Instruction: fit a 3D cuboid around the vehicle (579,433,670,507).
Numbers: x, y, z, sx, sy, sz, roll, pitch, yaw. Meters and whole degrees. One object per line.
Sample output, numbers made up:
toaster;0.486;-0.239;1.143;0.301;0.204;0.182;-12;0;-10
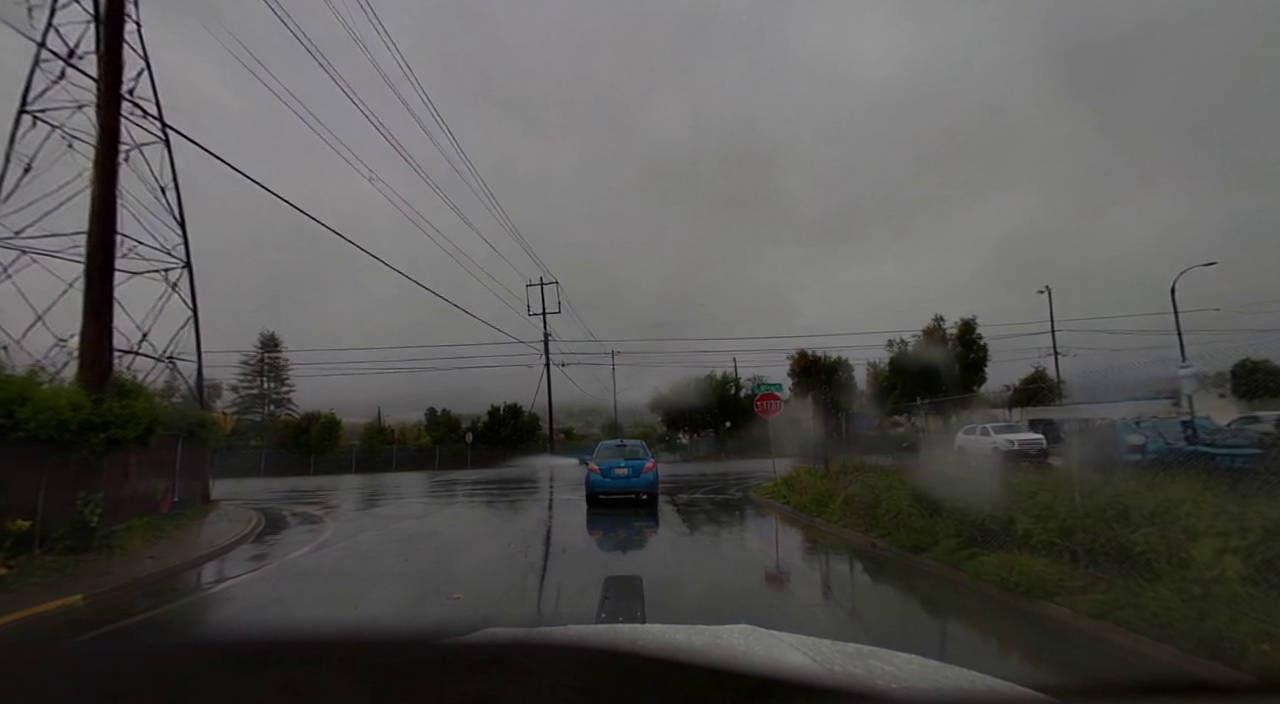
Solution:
vehicle;-0.490;3.084;16.972;2.137;1.698;4.166;0;-8;-4
